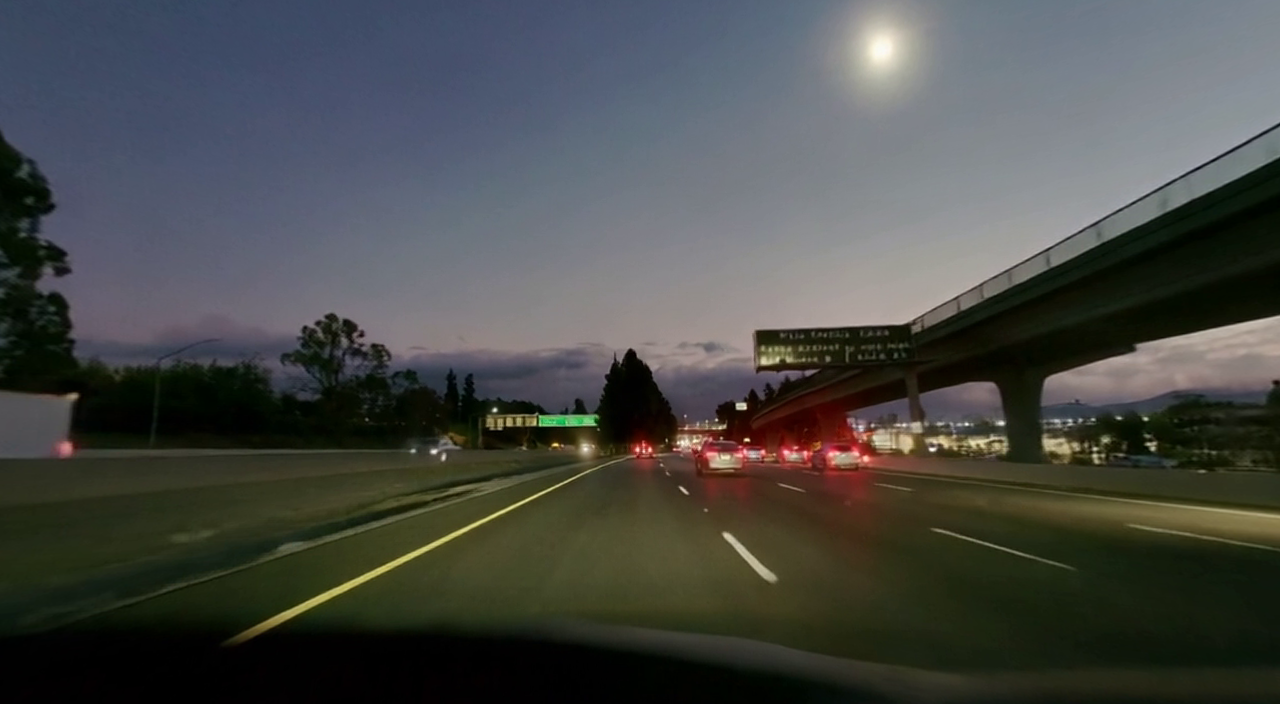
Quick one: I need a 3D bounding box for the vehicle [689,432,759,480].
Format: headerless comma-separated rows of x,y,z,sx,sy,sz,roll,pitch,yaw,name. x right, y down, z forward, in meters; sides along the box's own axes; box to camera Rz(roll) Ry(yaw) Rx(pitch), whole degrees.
3.386,4.330,26.476,2.226,1.779,4.835,0,-9,-1,vehicle

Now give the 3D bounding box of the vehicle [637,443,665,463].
0.829,7.718,48.407,2.046,1.475,3.784,0,-9,1,vehicle

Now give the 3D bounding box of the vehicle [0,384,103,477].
-30.599,3.126,25.833,2.913,4.150,16.271,0,-9,0,vehicle
